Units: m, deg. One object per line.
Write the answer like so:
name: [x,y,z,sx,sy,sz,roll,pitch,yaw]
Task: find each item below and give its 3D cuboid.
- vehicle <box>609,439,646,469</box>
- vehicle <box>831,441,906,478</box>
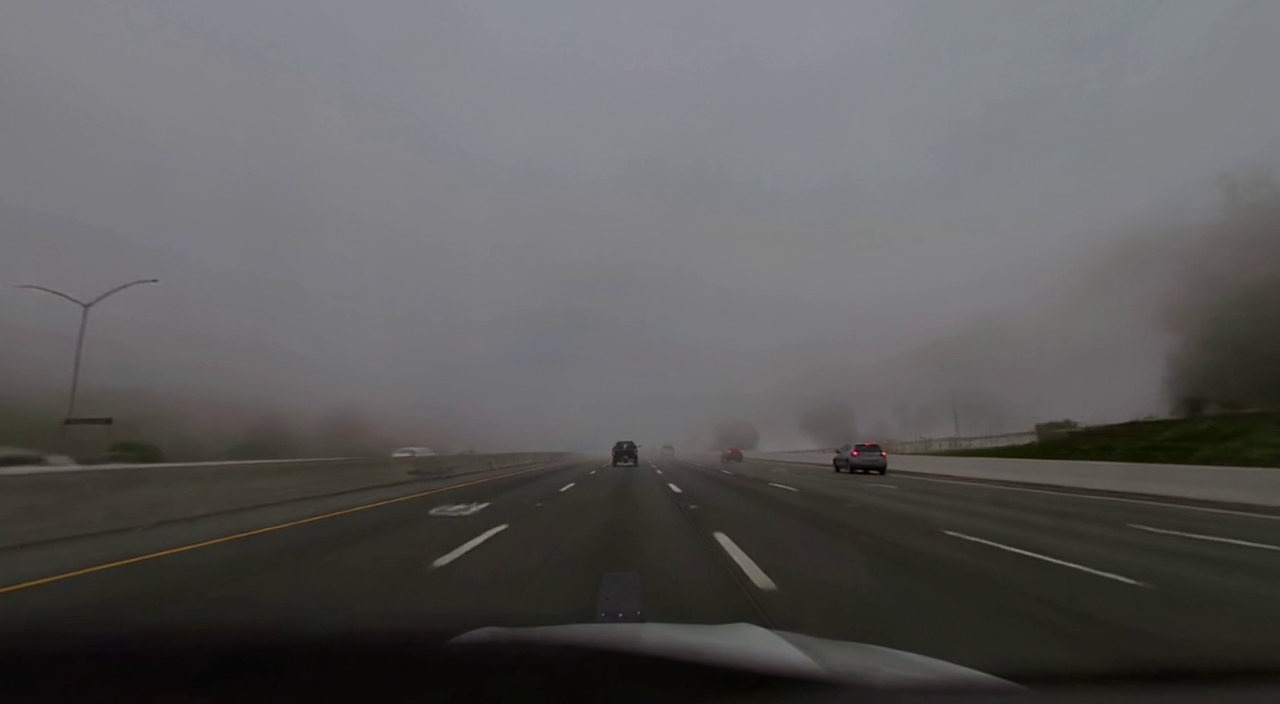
vehicle: [-0.768,6.181,38.434,2.121,1.739,4.087,0,-9,-1]
vehicle: [11.113,5.226,31.097,1.912,1.673,4.438,0,-9,-1]
